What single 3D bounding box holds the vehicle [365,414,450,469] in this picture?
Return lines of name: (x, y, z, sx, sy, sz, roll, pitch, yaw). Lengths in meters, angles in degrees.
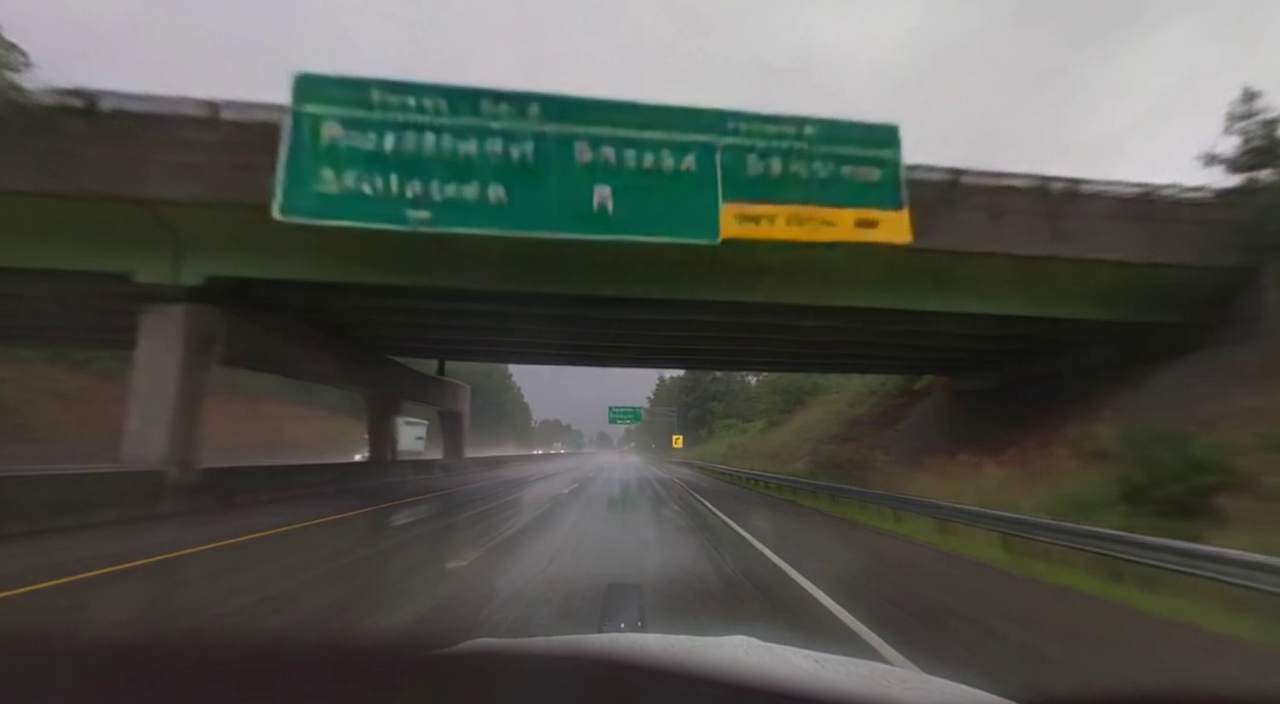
vehicle: (-17.008, 6.692, 46.792, 3.181, 3.724, 8.274, 0, -9, -1)
